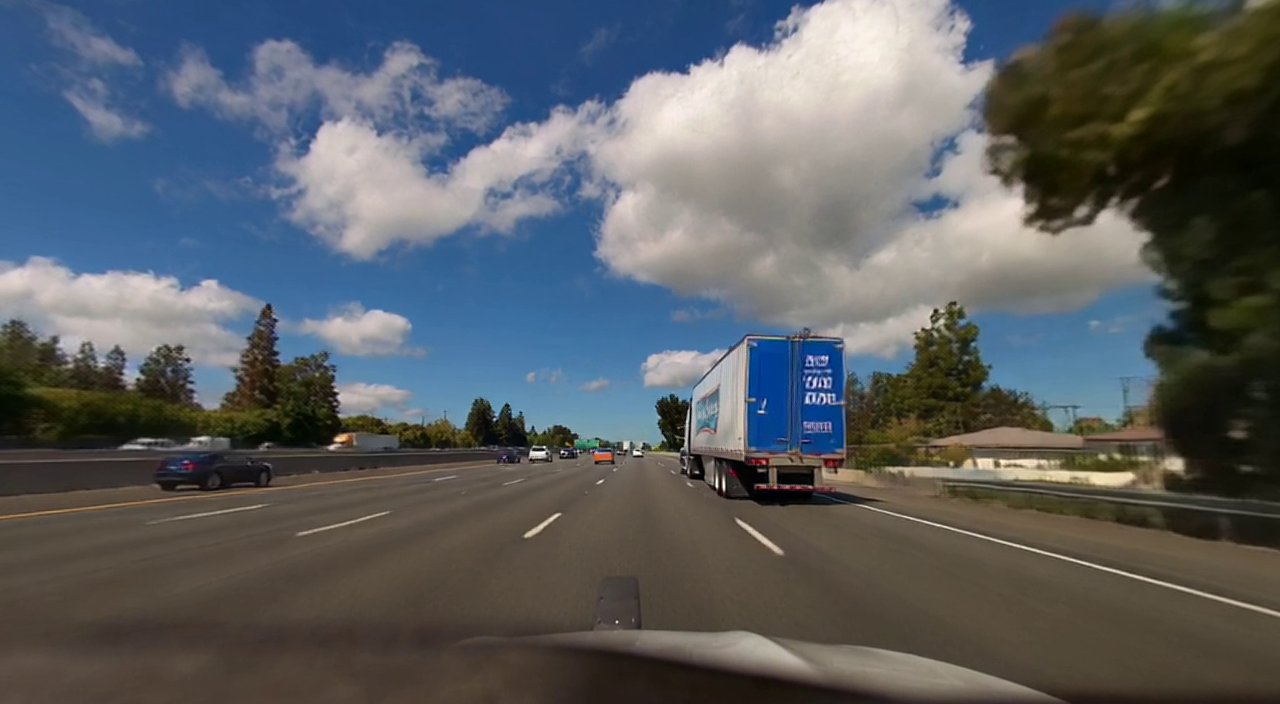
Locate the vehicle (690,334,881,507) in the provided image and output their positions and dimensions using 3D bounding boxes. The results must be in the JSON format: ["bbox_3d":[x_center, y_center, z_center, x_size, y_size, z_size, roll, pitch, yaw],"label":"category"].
[{"bbox_3d":[4.021,2.743,22.681,3.140,4.100,15.551,0,-9,0],"label":"vehicle"}]

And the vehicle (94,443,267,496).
[{"bbox_3d":[-14.503,3.703,20.386,1.982,1.471,4.747,0,-9,0],"label":"vehicle"}]
